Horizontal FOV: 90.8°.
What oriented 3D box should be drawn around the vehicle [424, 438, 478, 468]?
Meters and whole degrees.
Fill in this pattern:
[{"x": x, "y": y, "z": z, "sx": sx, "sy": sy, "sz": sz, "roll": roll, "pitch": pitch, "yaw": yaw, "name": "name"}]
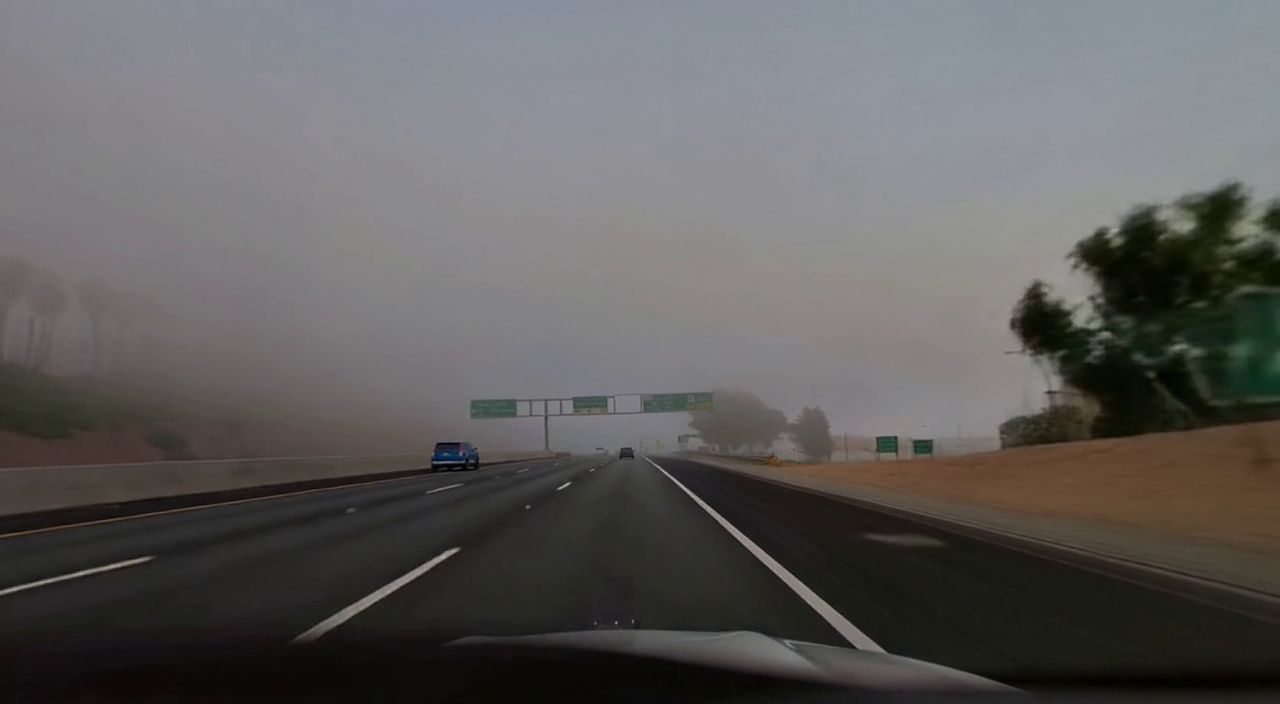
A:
[{"x": -11.848, "y": 6.345, "z": 39.975, "sx": 2.016, "sy": 1.754, "sz": 4.543, "roll": 0, "pitch": -8, "yaw": 0, "name": "vehicle"}]
